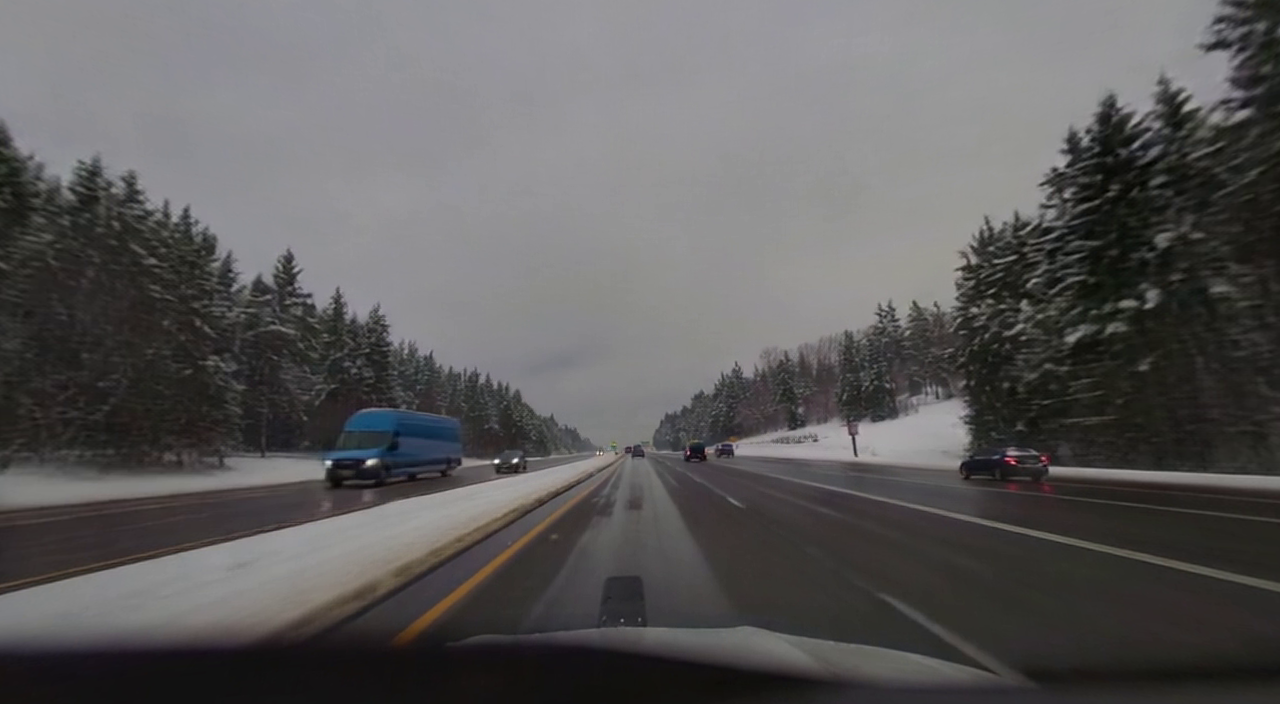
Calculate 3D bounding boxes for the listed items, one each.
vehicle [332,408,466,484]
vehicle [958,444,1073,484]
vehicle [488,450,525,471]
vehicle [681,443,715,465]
[{"bbox_3d":[-13.583,5.615,37.416,2.869,3.713,13.278,0,-9,0],"label":"vehicle"},{"bbox_3d":[14.374,4.295,24.389,1.926,1.386,3.719,1,-9,-5],"label":"vehicle"},{"bbox_3d":[-9.660,7.881,45.759,1.840,1.440,3.882,0,-9,-1],"label":"vehicle"},{"bbox_3d":[4.380,7.759,47.898,2.058,1.605,4.116,0,-9,-2],"label":"vehicle"}]
